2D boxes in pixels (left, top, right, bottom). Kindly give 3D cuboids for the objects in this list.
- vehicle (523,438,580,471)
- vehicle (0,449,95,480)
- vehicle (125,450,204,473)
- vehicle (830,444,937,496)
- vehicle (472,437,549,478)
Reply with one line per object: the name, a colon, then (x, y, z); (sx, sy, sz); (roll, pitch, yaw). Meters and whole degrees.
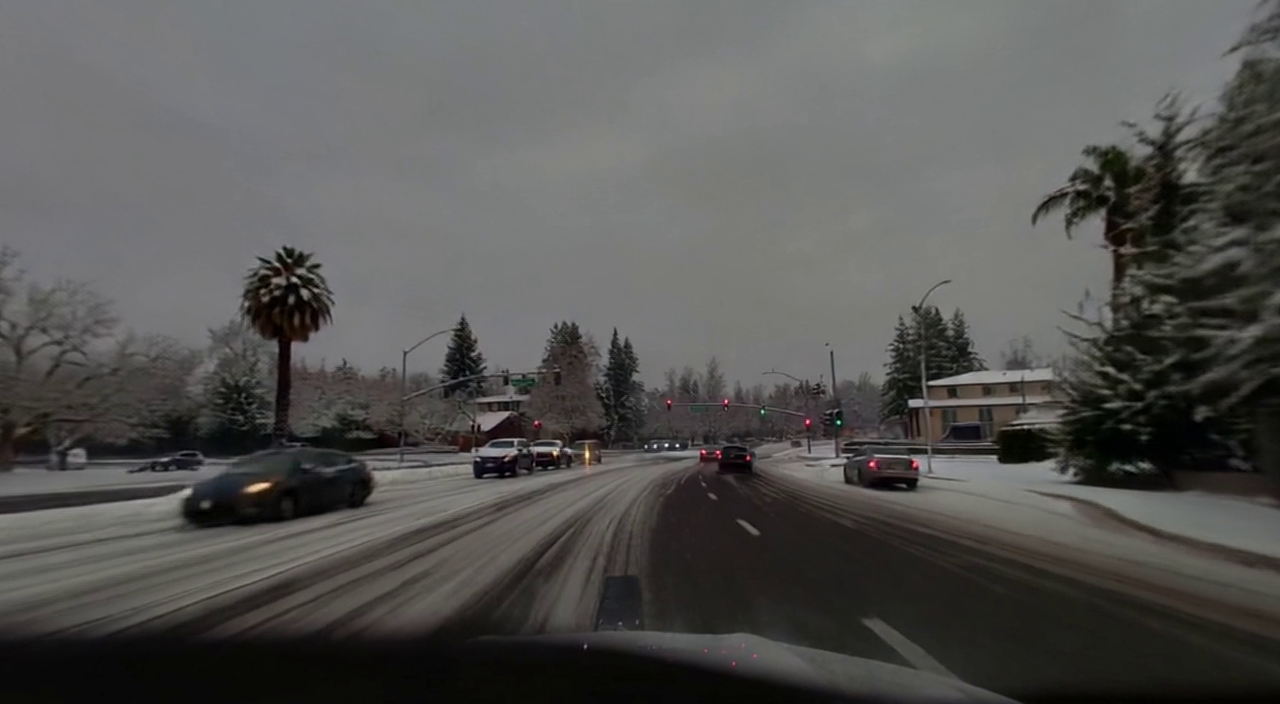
vehicle: (-5.103, 5.991, 37.228); (2.188, 1.789, 4.881); (-1, -9, 6)
vehicle: (-42.459, 8.007, 45.255); (1.985, 1.789, 4.885); (-8, -9, 41)
vehicle: (-37.292, 8.560, 49.612); (4.702, 1.449, 1.833); (4, -10, -42)
vehicle: (7.705, 3.747, 20.560); (2.144, 1.473, 4.638); (-1, -9, 7)
vehicle: (-5.815, 4.815, 29.081); (2.072, 1.738, 4.757); (-1, -9, 6)
